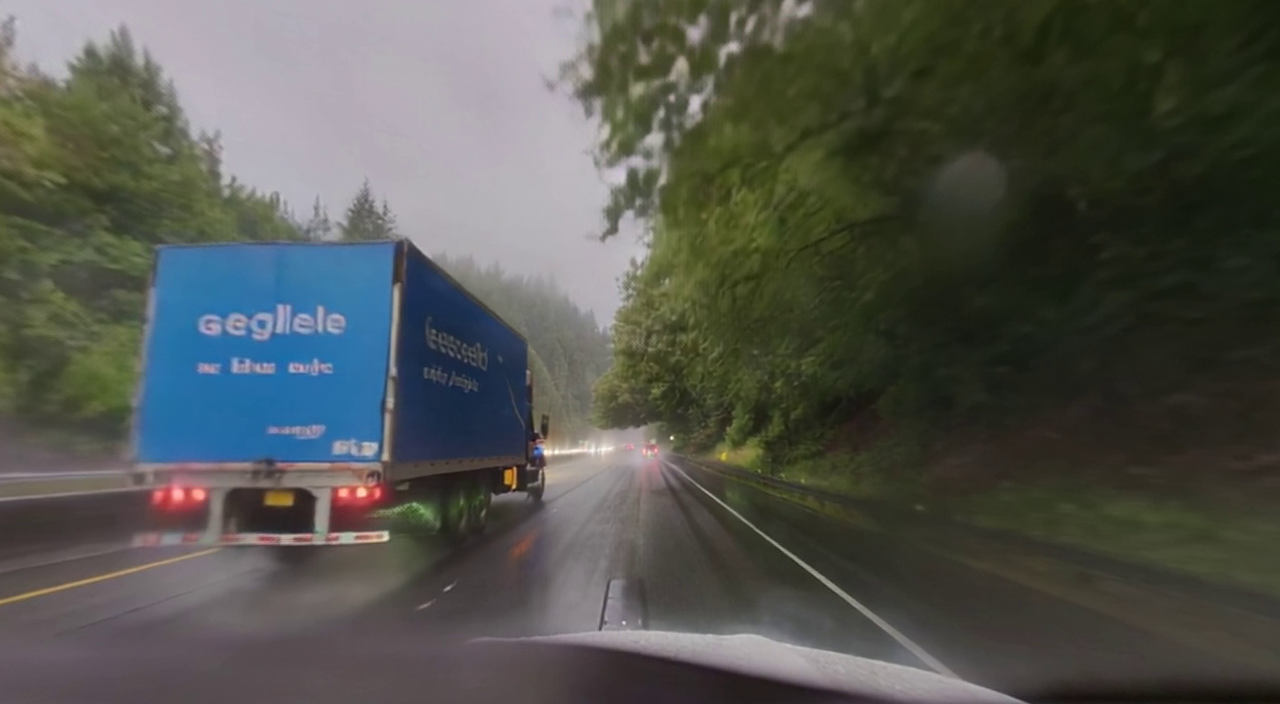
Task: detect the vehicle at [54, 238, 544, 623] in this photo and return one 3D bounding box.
[{"bbox_3d":[-3.251,1.094,8.607,2.695,3.151,6.885,0,-9,1],"label":"vehicle"}]
